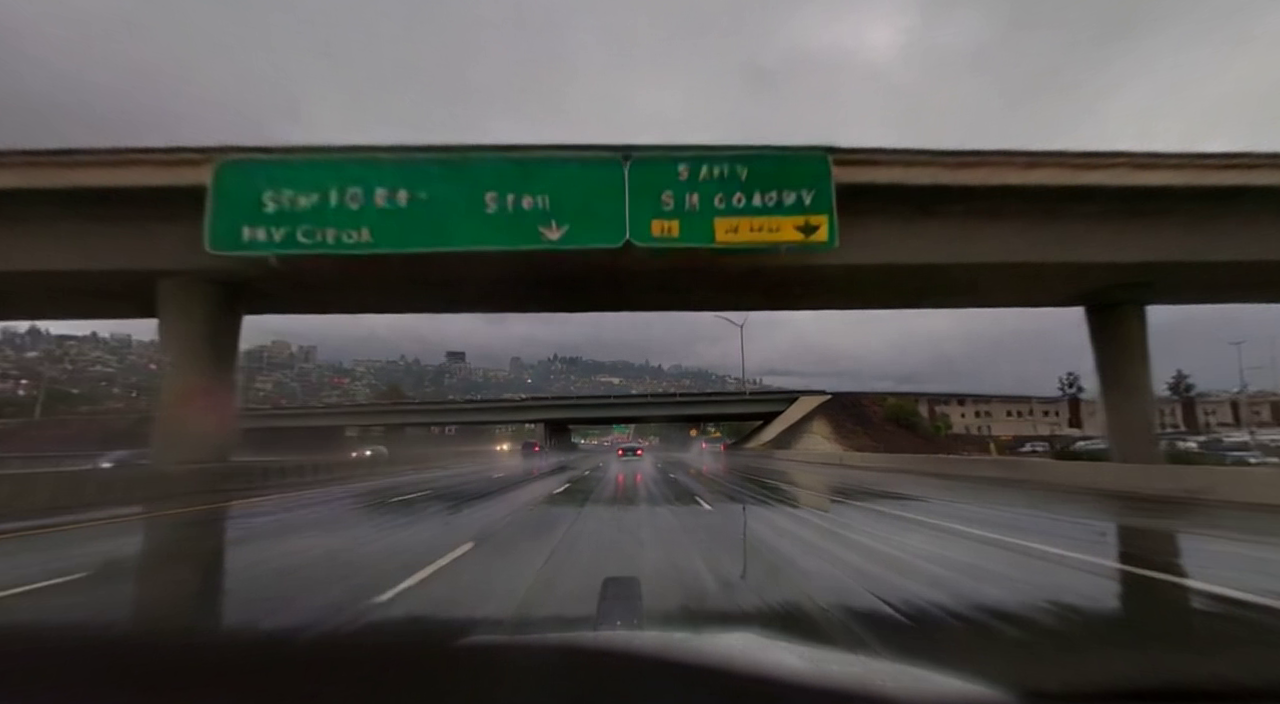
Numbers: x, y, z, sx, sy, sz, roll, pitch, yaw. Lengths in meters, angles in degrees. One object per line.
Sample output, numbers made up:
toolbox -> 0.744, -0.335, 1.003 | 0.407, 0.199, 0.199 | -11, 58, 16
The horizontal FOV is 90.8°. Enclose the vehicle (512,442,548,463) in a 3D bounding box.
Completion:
vehicle -> -8.276, 7.593, 47.837 | 1.957, 1.554, 4.350 | 0, -8, 0

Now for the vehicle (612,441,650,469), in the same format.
vehicle -> -0.561, 5.820, 35.742 | 2.012, 1.471, 4.059 | 0, -8, -2

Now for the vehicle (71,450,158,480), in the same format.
vehicle -> -35.730, 7.678, 43.105 | 2.016, 1.894, 4.465 | 0, -8, 0
